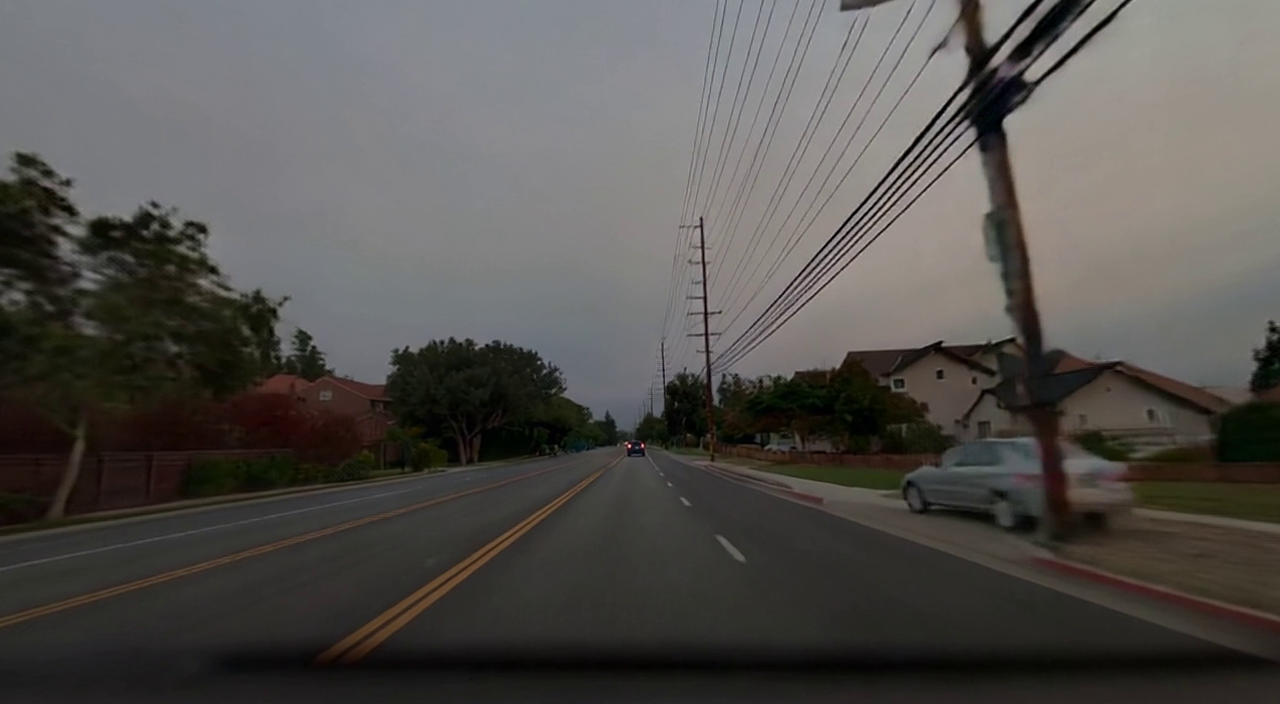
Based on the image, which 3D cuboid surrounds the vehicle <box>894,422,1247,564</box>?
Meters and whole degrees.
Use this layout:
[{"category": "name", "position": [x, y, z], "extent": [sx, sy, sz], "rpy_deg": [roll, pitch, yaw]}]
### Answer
[{"category": "vehicle", "position": [6.037, 2.013, 9.828], "extent": [2.039, 1.637, 4.782], "rpy_deg": [0, -8, -1]}]
